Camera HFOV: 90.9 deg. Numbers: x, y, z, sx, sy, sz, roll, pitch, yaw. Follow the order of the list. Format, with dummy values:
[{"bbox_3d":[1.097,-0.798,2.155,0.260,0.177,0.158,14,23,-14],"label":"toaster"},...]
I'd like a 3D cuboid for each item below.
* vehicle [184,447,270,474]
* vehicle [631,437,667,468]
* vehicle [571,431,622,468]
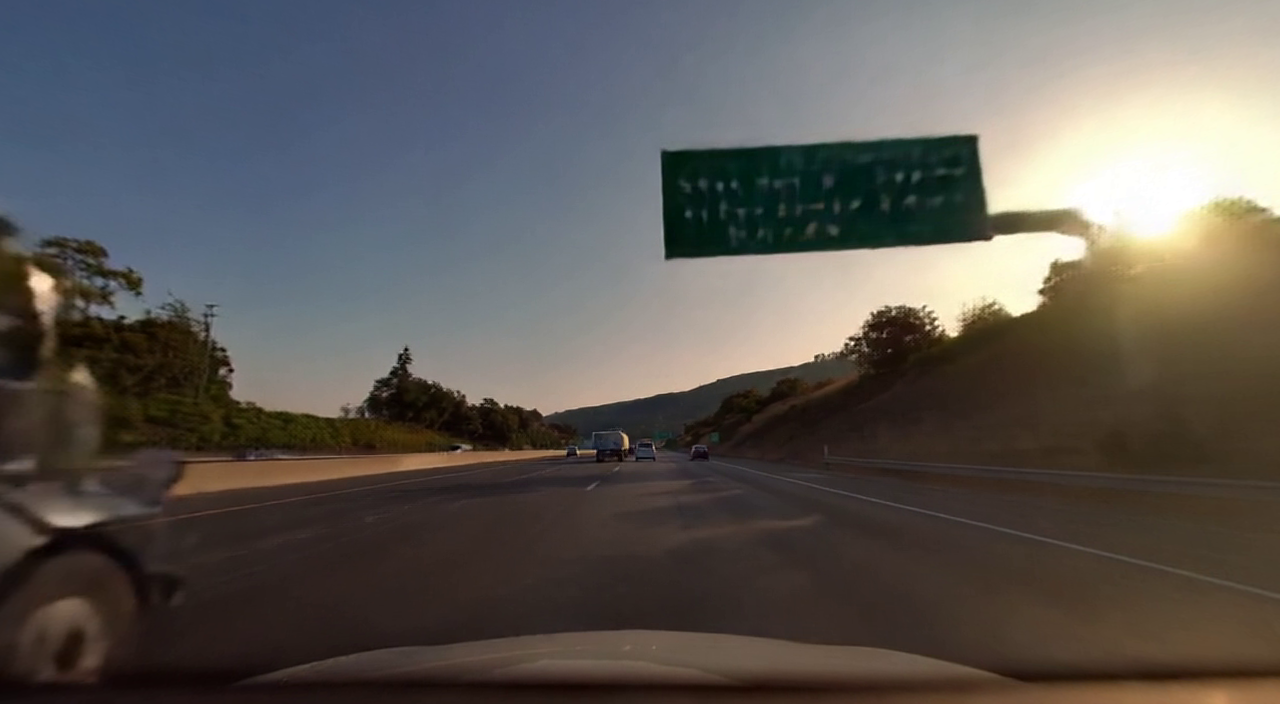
[{"bbox_3d":[-24.434,6.407,37.553,1.892,1.476,4.689,0,-8,1],"label":"vehicle"},{"bbox_3d":[0.620,6.922,43.682,2.309,2.023,5.130,0,-8,0],"label":"vehicle"},{"bbox_3d":[-3.087,7.569,49.671,2.854,2.379,16.653,-1,-8,0],"label":"vehicle"}]
